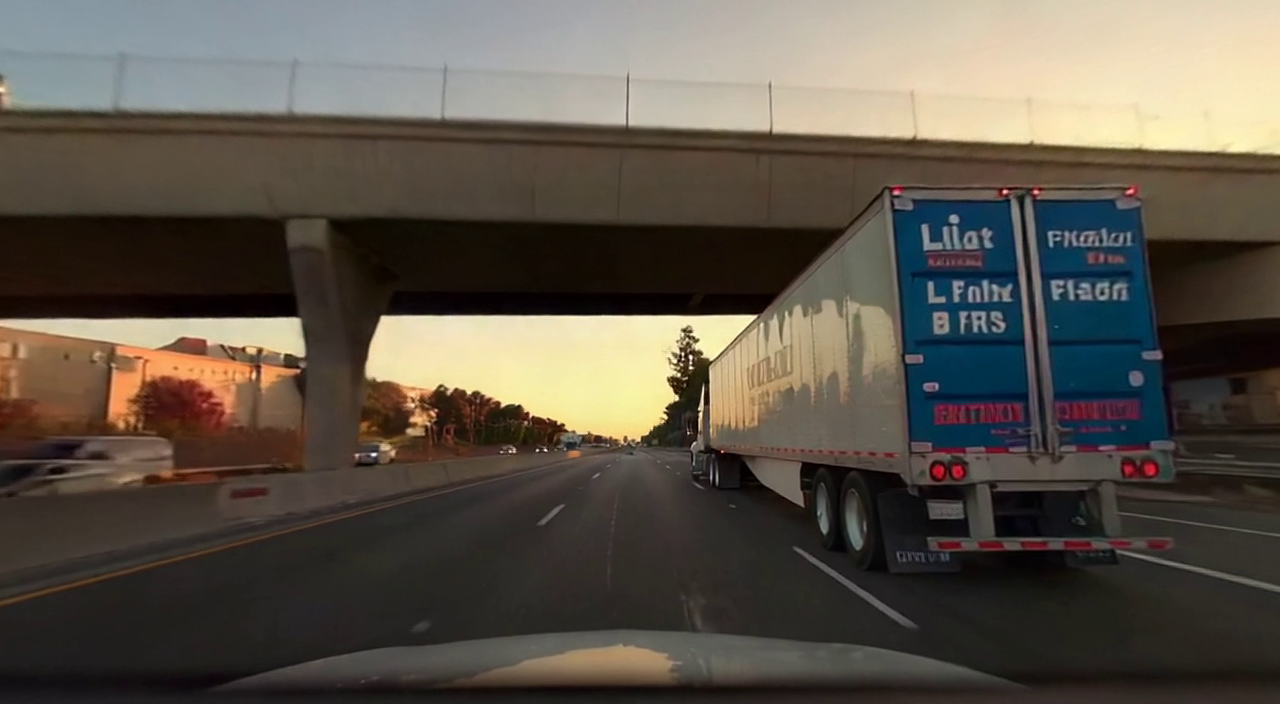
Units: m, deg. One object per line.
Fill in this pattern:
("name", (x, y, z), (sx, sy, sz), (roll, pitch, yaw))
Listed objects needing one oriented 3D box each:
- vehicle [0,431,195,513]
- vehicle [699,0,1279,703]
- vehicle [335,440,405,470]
("vehicle", (-14.557, 2.972, 16.235), (2.203, 1.736, 5.504), (0, -9, 0))
("vehicle", (3.548, 0.824, 11.844), (2.891, 4.387, 17.121), (0, -9, -1))
("vehicle", (-19.014, 7.285, 44.877), (2.405, 1.928, 5.701), (0, -9, 0))
